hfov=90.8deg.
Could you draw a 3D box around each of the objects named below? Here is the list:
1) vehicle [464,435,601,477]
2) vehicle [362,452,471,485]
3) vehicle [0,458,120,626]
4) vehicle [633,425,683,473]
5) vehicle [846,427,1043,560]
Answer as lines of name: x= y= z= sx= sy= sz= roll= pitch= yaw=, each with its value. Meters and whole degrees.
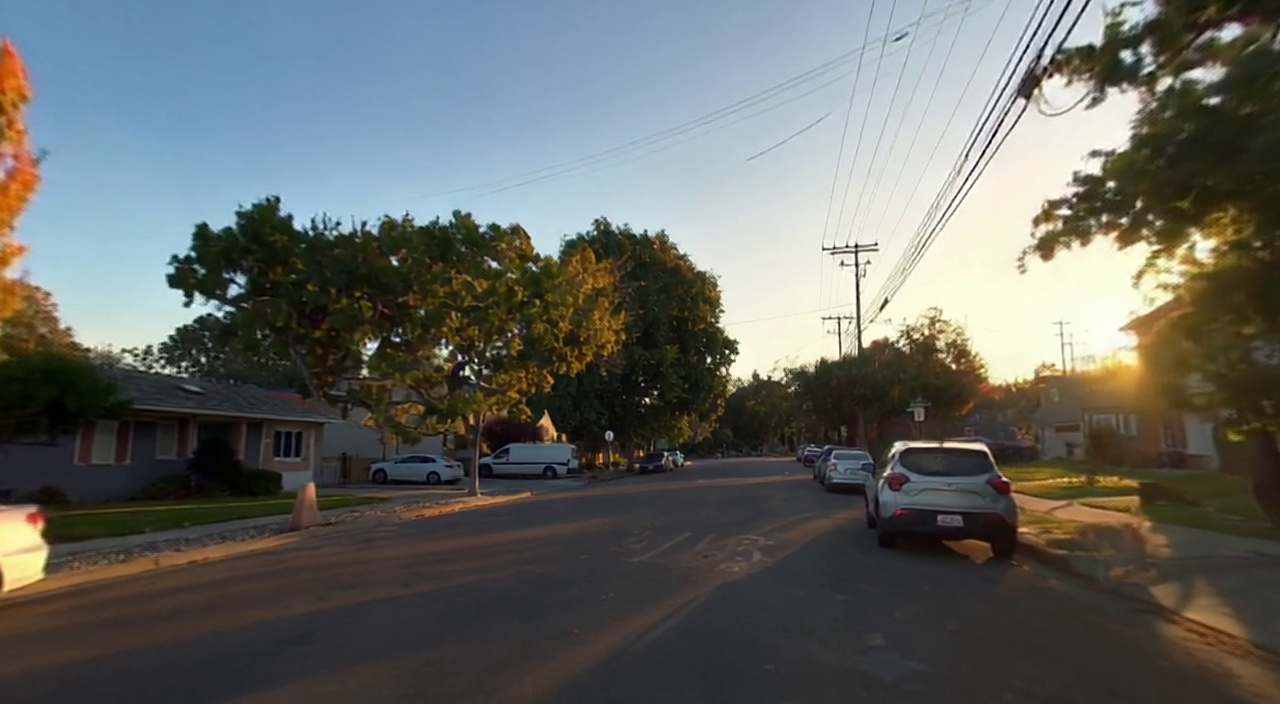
vehicle: x=-5.488 y=5.342 z=32.577 sx=6.488 sy=2.009 sz=2.354 roll=-2 pitch=-9 yaw=13
vehicle: x=-10.362 y=5.386 z=29.443 sx=4.481 sy=1.420 sz=1.712 roll=-2 pitch=-9 yaw=10
vehicle: x=-6.971 y=1.556 z=4.611 sx=1.968 sy=1.449 sz=4.502 roll=-2 pitch=-9 yaw=14
vehicle: x=1.282 y=6.414 z=41.855 sx=2.199 sy=2.902 sz=5.848 roll=-2 pitch=-9 yaw=12
vehicle: x=4.203 y=1.942 z=9.304 sx=1.908 sy=1.572 sz=3.105 roll=-2 pitch=-9 yaw=13
